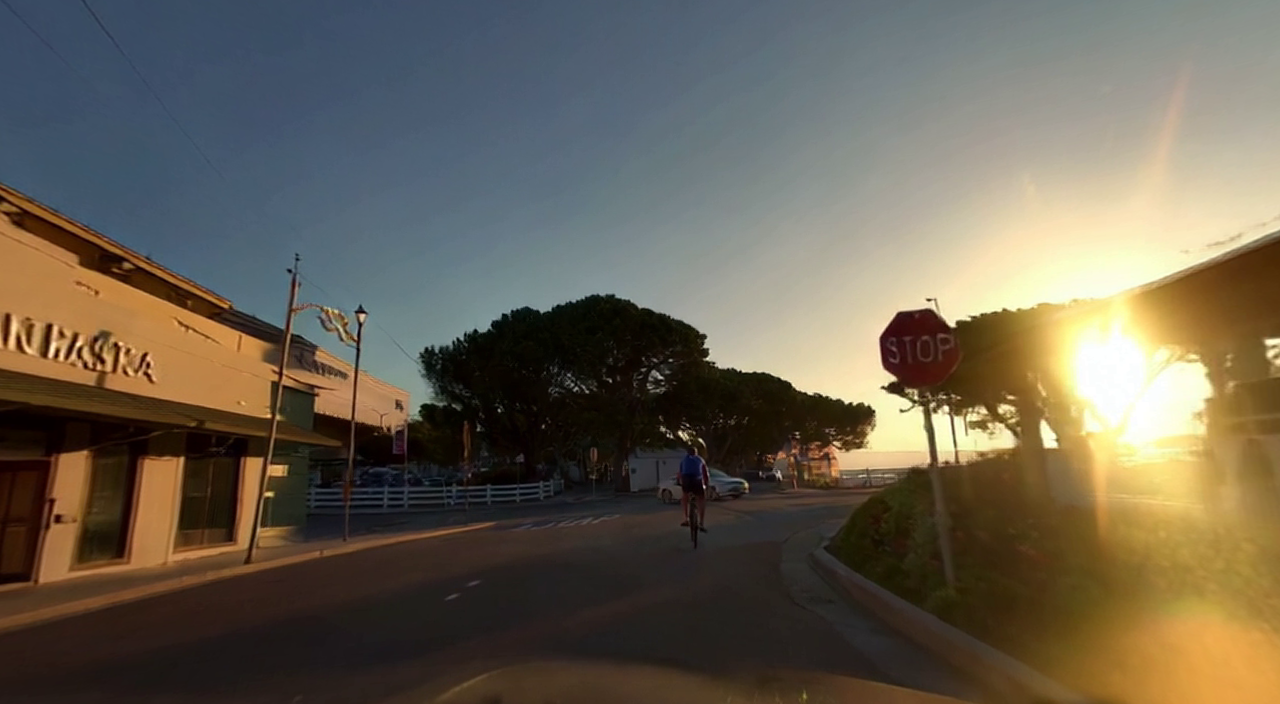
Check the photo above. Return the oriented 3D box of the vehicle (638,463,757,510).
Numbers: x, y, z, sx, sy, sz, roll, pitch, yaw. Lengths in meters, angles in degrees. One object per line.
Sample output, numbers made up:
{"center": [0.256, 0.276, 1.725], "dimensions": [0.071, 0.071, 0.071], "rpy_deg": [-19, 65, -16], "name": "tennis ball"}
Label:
{"center": [2.109, 5.254, 25.183], "dimensions": [2.112, 1.479, 5.323], "rpy_deg": [5, -10, -28], "name": "vehicle"}
